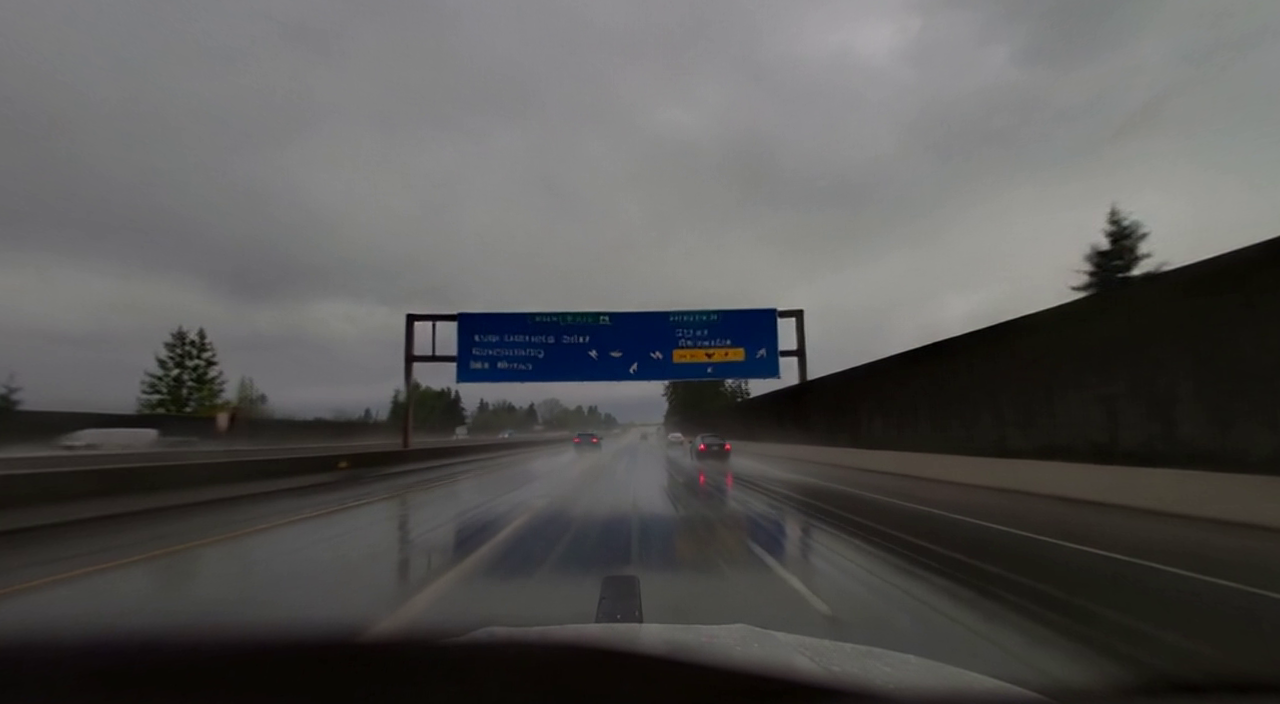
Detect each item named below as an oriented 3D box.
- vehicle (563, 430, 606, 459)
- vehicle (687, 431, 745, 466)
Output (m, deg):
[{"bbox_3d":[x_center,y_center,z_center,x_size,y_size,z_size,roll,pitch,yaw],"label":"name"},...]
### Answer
[{"bbox_3d":[-3.383,5.722,39.008,2.219,1.660,4.153,0,-8,1],"label":"vehicle"},{"bbox_3d":[3.533,4.572,29.964,2.077,1.523,4.539,0,-8,-2],"label":"vehicle"}]
